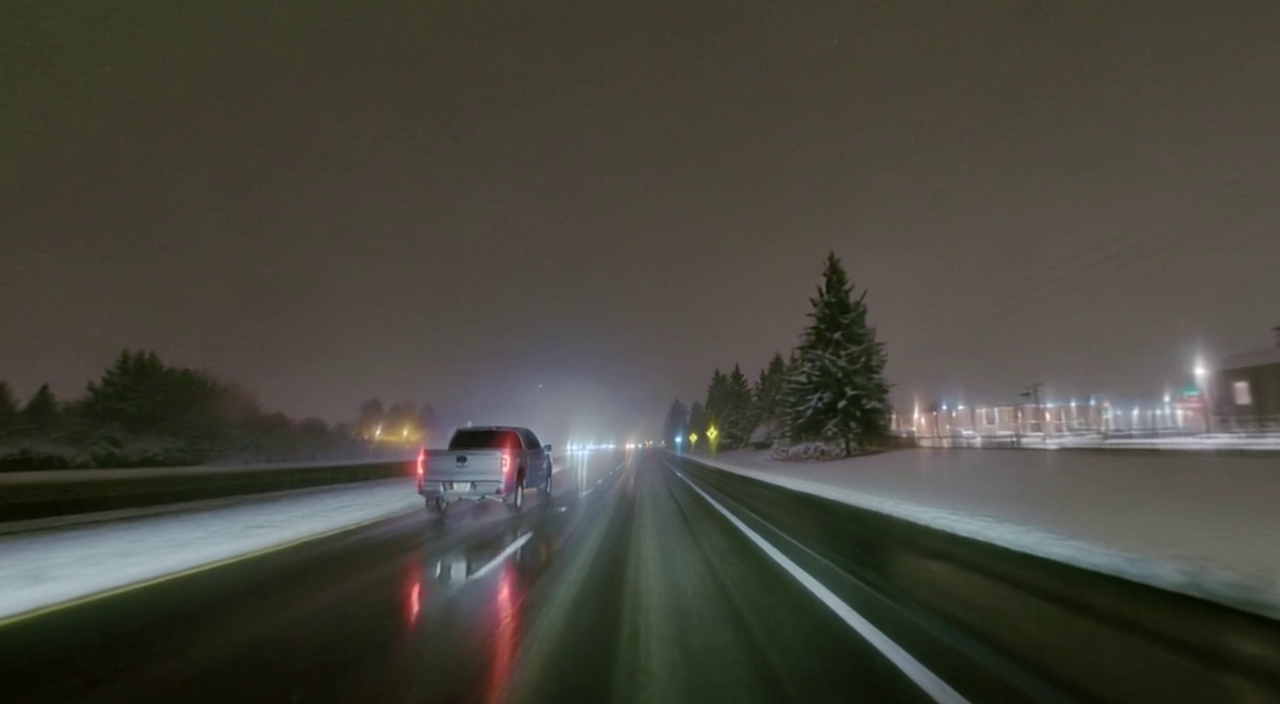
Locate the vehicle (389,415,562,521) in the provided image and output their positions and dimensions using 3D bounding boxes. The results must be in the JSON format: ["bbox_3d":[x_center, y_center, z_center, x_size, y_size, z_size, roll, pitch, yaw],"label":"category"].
[{"bbox_3d":[-3.386,2.554,14.455,2.350,1.932,5.562,-1,-9,1],"label":"vehicle"}]
